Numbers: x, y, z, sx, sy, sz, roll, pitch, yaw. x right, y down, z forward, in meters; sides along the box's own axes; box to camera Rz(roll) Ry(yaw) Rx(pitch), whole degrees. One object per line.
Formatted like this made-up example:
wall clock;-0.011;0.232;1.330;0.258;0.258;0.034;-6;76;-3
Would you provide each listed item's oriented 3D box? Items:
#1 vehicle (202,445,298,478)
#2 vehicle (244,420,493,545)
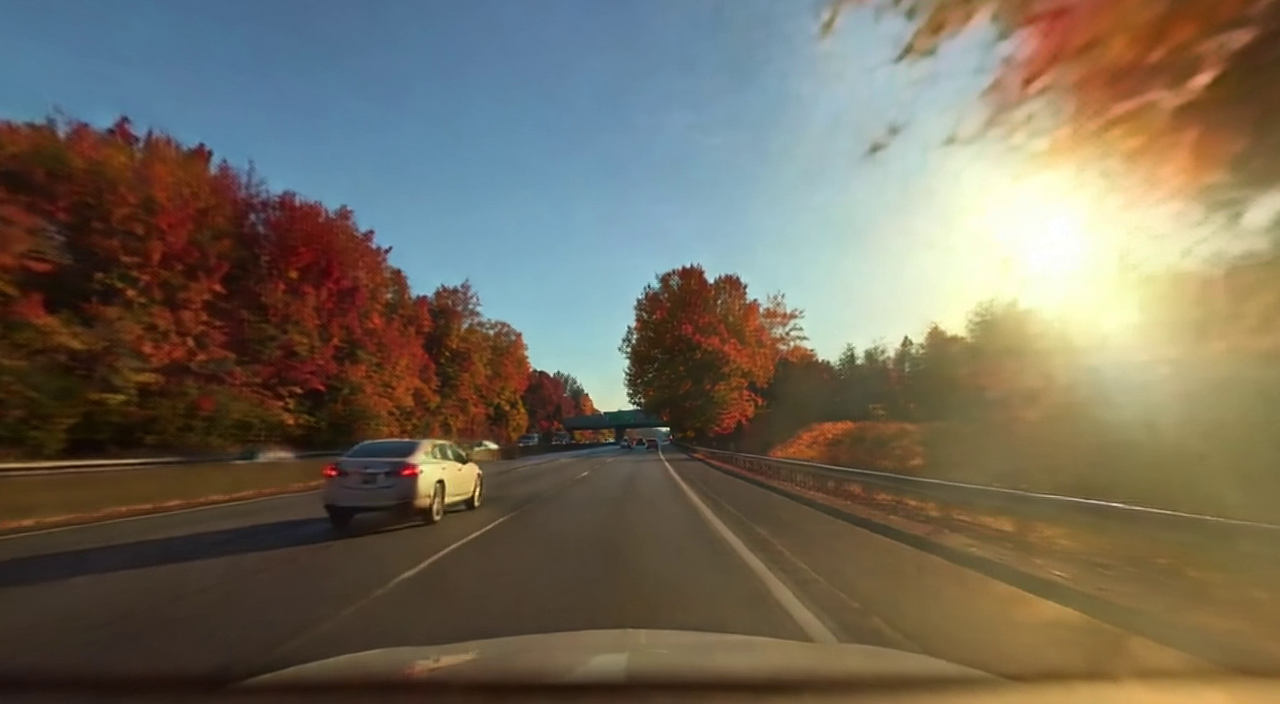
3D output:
vehicle;-19.319;5.405;31.414;1.837;1.512;4.467;0;-8;1
vehicle;-4.161;2.068;10.687;2.123;1.643;4.479;0;-8;1
